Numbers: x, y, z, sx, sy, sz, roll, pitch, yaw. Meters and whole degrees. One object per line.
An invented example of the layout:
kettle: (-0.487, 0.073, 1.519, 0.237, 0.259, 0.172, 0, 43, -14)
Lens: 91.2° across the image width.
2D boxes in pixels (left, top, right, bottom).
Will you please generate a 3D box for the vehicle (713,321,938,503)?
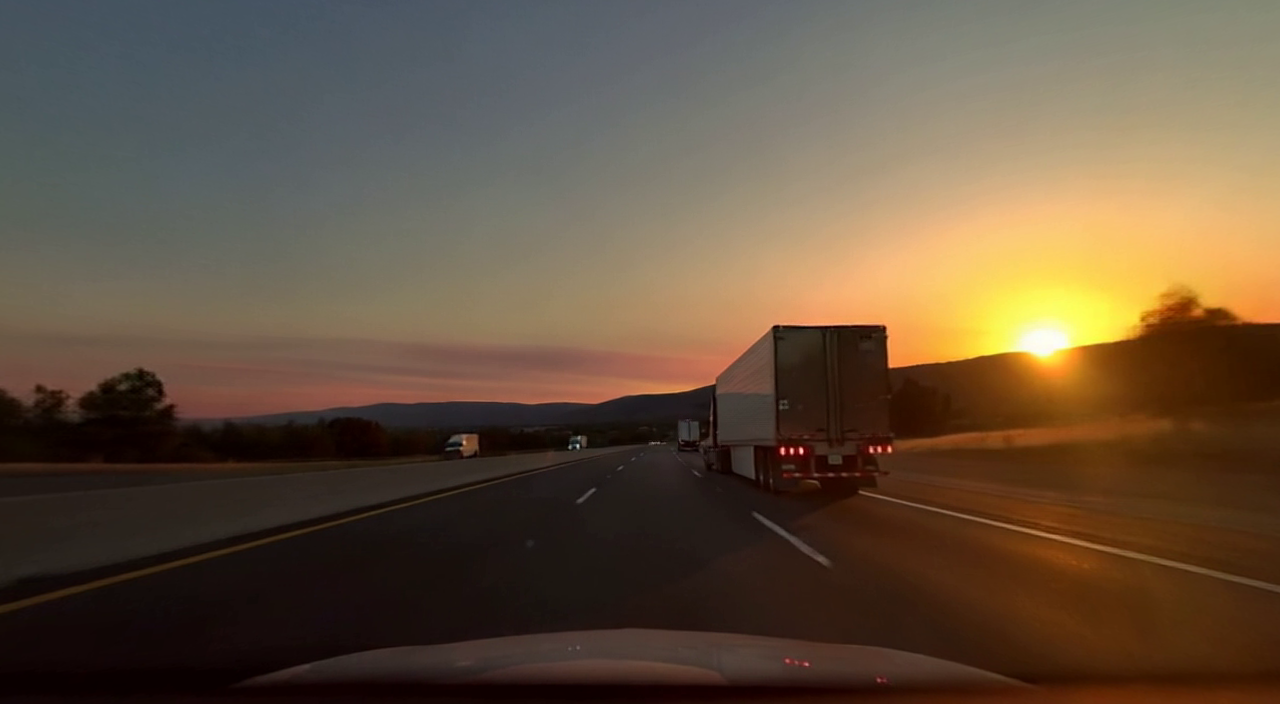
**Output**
vehicle: (4.844, 2.352, 20.950, 3.485, 3.975, 14.489, 0, -8, 2)
